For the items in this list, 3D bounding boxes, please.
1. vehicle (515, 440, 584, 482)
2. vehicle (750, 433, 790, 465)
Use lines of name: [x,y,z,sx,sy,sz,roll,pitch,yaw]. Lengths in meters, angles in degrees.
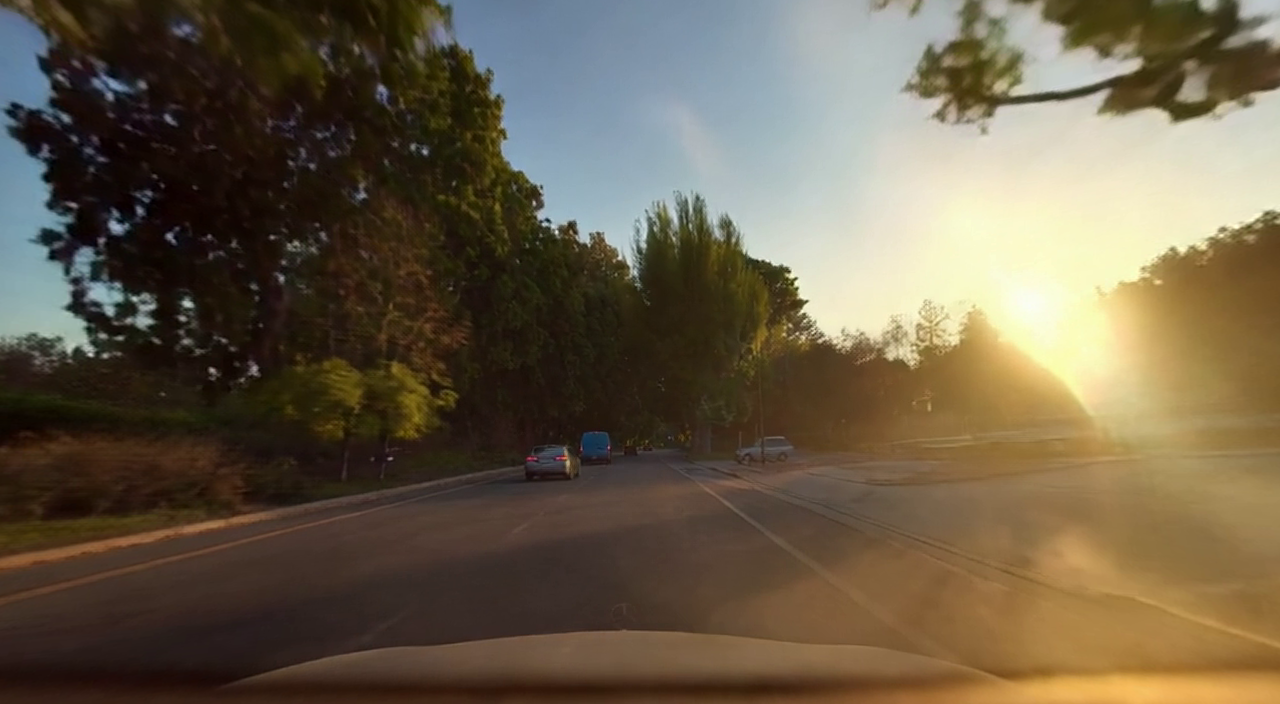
vehicle: [-3.352,4.127,24.193,2.009,1.473,4.028,0,-8,1]
vehicle: [7.213,5.405,35.334,1.596,1.654,2.920,-1,-8,1]
